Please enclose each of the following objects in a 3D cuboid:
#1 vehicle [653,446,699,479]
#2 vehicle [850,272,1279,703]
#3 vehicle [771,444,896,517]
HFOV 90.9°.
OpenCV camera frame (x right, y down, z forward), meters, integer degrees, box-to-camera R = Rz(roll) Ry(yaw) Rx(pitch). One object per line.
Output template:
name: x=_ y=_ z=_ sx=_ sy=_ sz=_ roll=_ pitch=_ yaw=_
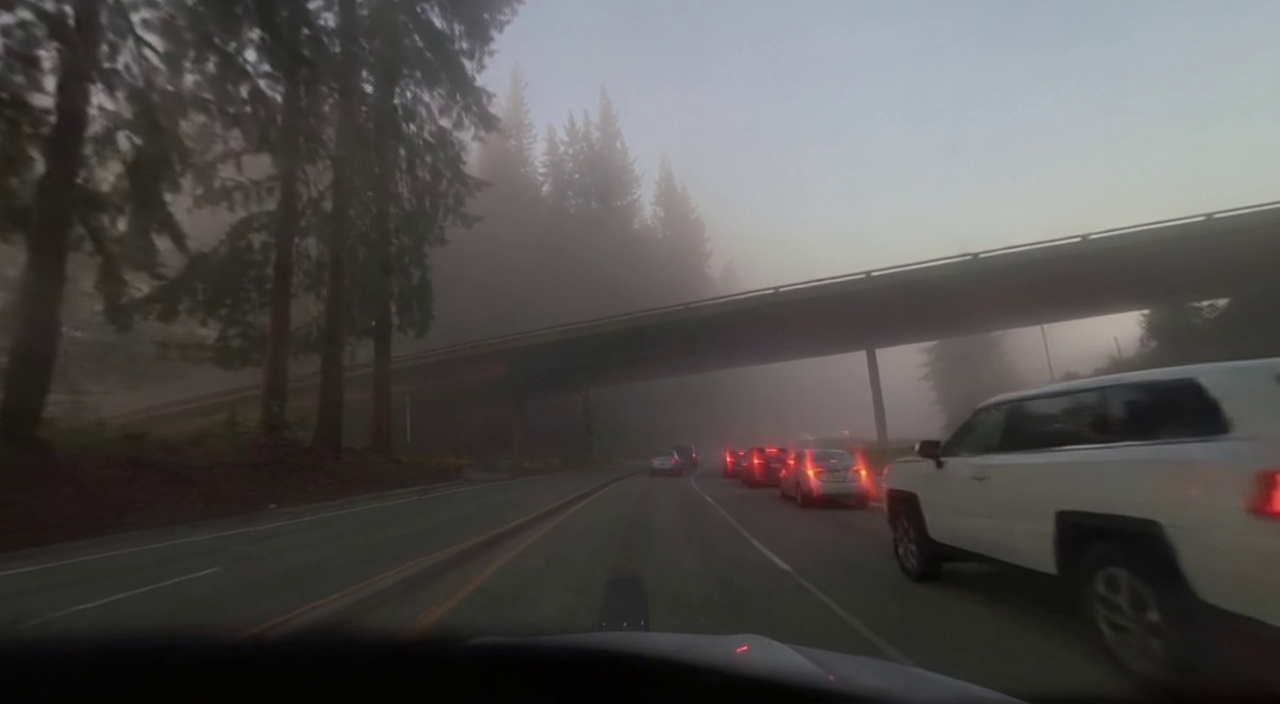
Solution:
vehicle: x=1.839 y=5.404 z=31.092 sx=2.078 sy=1.506 sz=4.058 roll=-1 pitch=-9 yaw=6
vehicle: x=3.444 y=1.033 z=4.415 sx=2.273 sy=1.944 sz=4.866 roll=0 pitch=-9 yaw=0
vehicle: x=4.505 y=3.027 z=15.311 sx=1.911 sy=1.525 sz=3.755 roll=0 pitch=-9 yaw=2
